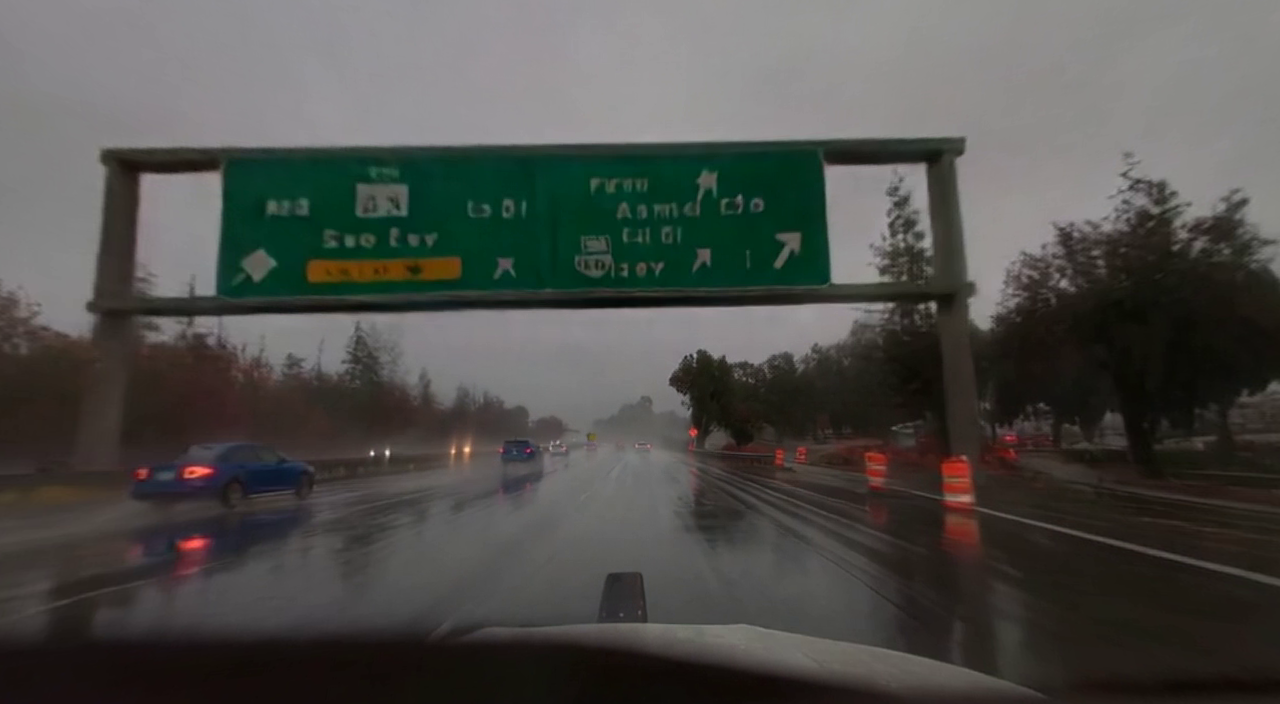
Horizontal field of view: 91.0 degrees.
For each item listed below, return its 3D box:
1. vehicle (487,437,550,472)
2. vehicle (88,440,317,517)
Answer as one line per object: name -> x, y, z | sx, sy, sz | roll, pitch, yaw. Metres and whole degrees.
vehicle -> -6.428, 5.475, 33.794 | 2.402, 1.733, 4.512 | 0, -9, 1
vehicle -> -9.960, 2.885, 14.939 | 2.122, 1.511, 4.576 | 0, -9, 0
